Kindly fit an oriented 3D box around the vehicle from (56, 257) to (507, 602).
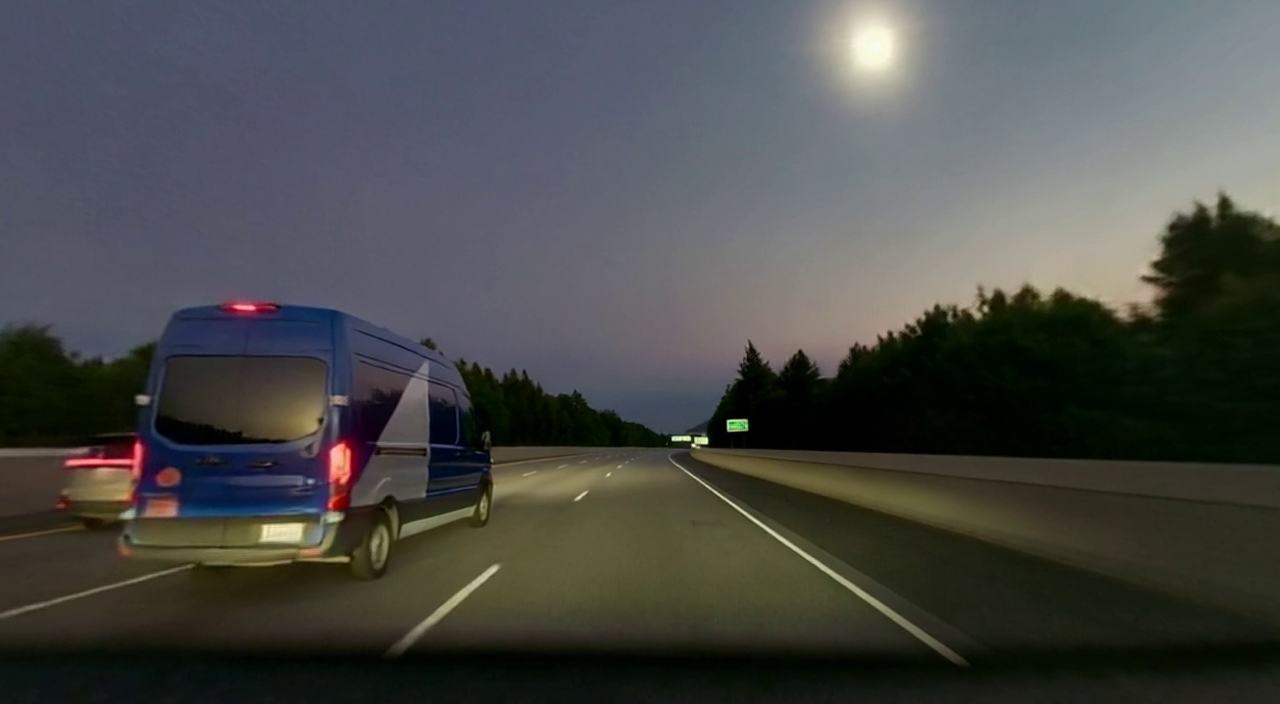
[{"bbox_3d":[-3.558,1.014,8.126,2.319,2.883,5.632,0,-8,1],"label":"vehicle"}]
